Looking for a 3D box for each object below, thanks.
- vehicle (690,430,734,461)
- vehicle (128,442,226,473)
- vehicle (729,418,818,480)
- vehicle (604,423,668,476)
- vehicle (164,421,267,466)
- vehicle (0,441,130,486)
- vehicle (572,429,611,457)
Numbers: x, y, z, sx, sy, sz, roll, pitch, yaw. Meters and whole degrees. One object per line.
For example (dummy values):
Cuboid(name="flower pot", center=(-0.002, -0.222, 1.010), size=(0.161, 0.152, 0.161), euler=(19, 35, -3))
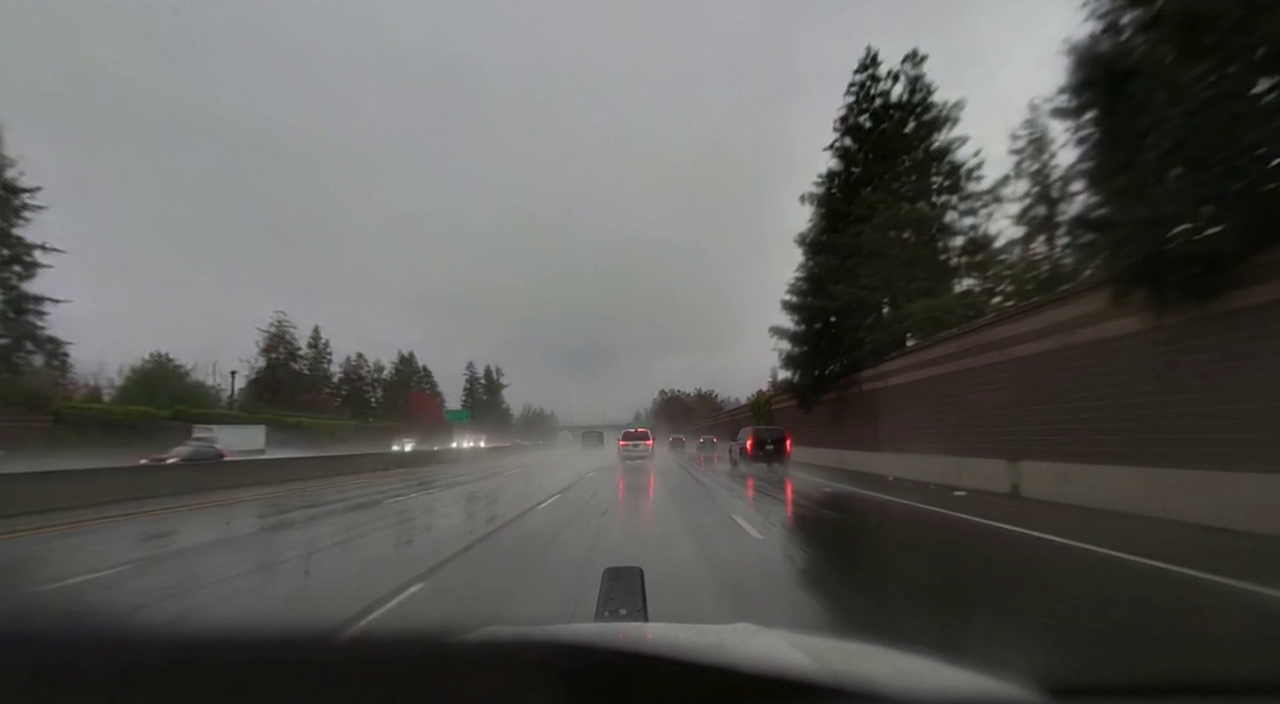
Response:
Cuboid(name="vehicle", center=(3.995, 5.280, 35.583), size=(2.001, 1.651, 3.916), euler=(0, -8, 0))
Cuboid(name="vehicle", center=(-25.247, 5.739, 34.615), size=(1.894, 1.567, 4.472), euler=(0, -8, 0))
Cuboid(name="vehicle", center=(4.321, 3.246, 21.171), size=(2.017, 1.847, 4.299), euler=(0, -8, -1))
Cuboid(name="vehicle", center=(-0.122, 3.706, 24.086), size=(2.233, 1.804, 4.273), euler=(0, -8, 0))
Cuboid(name="vehicle", center=(-32.257, 7.025, 48.364), size=(2.747, 3.186, 7.228), euler=(0, -8, 1))
Cuboid(name="vehicle", center=(-21.754, 4.106, 23.508), size=(1.861, 1.507, 4.264), euler=(0, -8, 1))
Cuboid(name="vehicle", center=(-3.441, 6.658, 46.198), size=(2.274, 1.896, 5.571), euler=(0, -8, 2))
